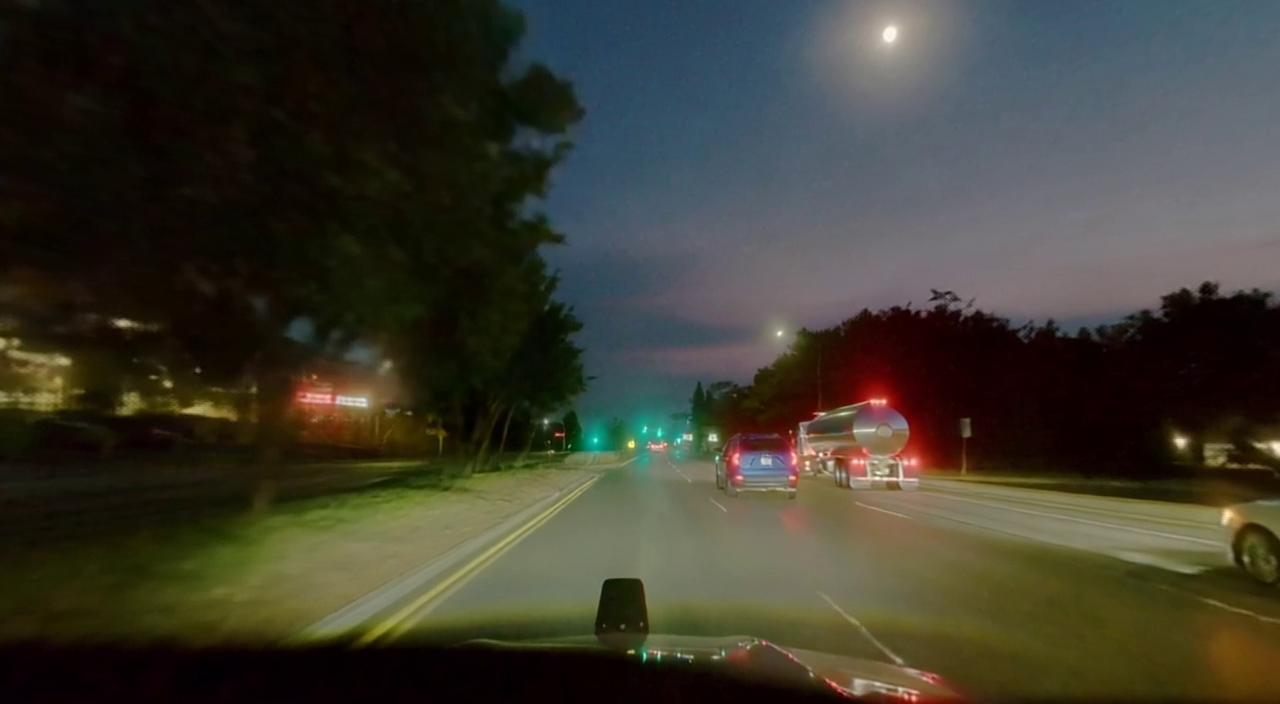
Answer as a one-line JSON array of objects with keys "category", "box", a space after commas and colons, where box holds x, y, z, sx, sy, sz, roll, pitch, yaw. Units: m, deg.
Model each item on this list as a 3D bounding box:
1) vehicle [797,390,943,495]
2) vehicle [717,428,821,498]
[{"category": "vehicle", "box": [7.898, 3.249, 22.671, 2.849, 3.207, 6.275, 0, -8, 0]}, {"category": "vehicle", "box": [3.514, 3.121, 18.113, 2.045, 1.729, 4.532, 0, -8, 0]}]
